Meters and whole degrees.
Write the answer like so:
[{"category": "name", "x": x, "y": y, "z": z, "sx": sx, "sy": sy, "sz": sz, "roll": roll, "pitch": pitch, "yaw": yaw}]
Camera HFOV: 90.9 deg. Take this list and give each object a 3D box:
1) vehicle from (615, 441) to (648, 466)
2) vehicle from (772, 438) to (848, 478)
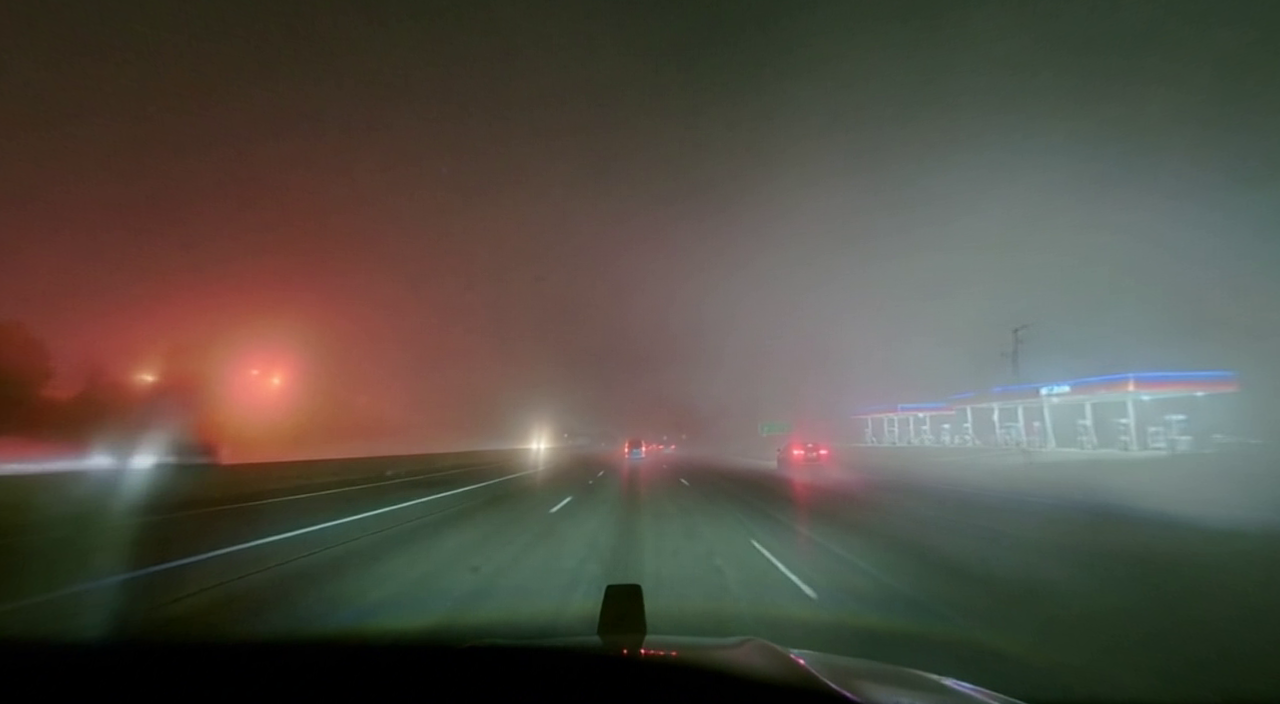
[{"category": "vehicle", "x": -0.564, "y": 6.373, "z": 39.841, "sx": 1.999, "sy": 1.473, "sz": 4.351, "roll": 0, "pitch": -8, "yaw": -1}, {"category": "vehicle", "x": 6.692, "y": 4.218, "z": 25.336, "sx": 1.867, "sy": 1.463, "sz": 4.295, "roll": 0, "pitch": -8, "yaw": 0}]
